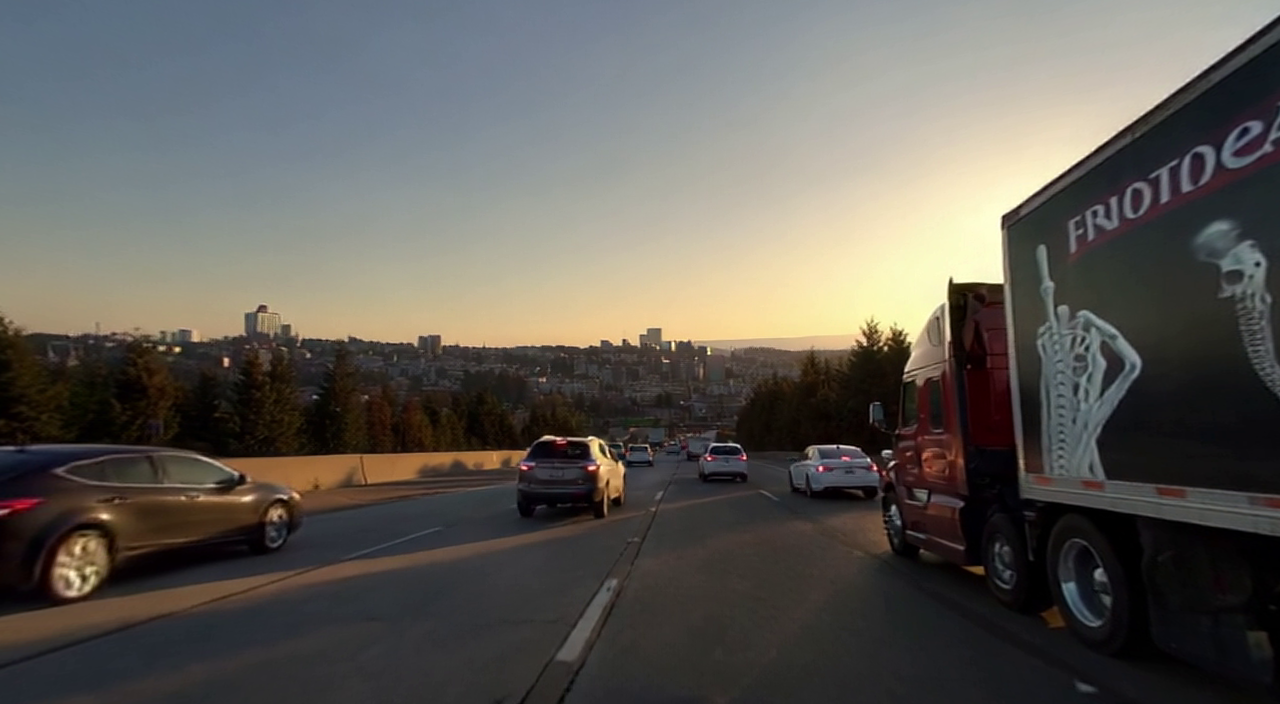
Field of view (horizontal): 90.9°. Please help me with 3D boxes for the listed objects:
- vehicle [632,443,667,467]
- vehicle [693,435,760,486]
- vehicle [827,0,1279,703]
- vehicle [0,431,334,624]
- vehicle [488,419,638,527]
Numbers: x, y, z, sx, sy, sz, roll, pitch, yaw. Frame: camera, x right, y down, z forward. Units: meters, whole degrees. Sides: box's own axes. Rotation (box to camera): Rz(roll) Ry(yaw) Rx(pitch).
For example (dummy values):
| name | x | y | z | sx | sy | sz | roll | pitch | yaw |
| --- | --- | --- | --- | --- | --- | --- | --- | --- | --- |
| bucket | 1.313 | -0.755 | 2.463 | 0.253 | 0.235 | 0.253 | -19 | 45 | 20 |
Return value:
| name | x | y | z | sx | sy | sz | roll | pitch | yaw |
| --- | --- | --- | --- | --- | --- | --- | --- | --- | --- |
| vehicle | 0.674 | 6.740 | 41.397 | 2.036 | 1.441 | 4.253 | -1 | -8 | 5 |
| vehicle | 3.087 | 3.964 | 23.454 | 2.156 | 1.701 | 4.494 | -1 | -8 | 4 |
| vehicle | 4.307 | 0.603 | 5.598 | 2.987 | 3.212 | 9.311 | -1 | -8 | 4 |
| vehicle | -5.667 | 1.616 | 6.728 | 1.965 | 1.443 | 4.968 | -1 | -8 | 5 |
| vehicle | -1.328 | 2.399 | 13.109 | 2.153 | 1.805 | 4.631 | -1 | -8 | 5 |
